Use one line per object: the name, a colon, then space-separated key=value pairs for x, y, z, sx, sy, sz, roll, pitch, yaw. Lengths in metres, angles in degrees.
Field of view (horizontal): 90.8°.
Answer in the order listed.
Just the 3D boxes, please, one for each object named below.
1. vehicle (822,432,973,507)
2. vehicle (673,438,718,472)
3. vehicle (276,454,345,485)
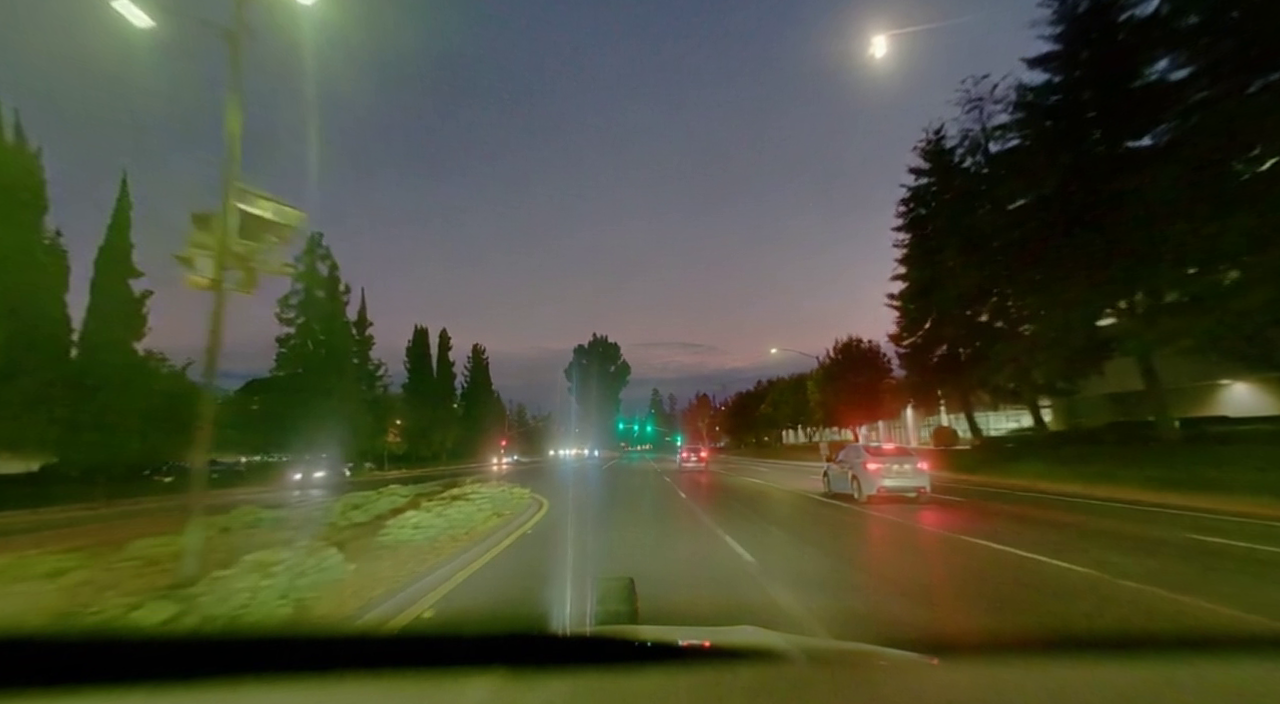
vehicle: x=6.274 y=2.897 z=16.024 sx=2.000 sy=1.618 sz=4.238 roll=0 pitch=-9 yaw=0
vehicle: x=3.143 y=5.933 z=36.561 sx=2.095 sy=1.759 sz=4.862 roll=0 pitch=-9 yaw=-1
vehicle: x=-21.726 y=7.745 z=41.885 sx=2.050 sy=1.890 sz=4.582 roll=0 pitch=-9 yaw=1
